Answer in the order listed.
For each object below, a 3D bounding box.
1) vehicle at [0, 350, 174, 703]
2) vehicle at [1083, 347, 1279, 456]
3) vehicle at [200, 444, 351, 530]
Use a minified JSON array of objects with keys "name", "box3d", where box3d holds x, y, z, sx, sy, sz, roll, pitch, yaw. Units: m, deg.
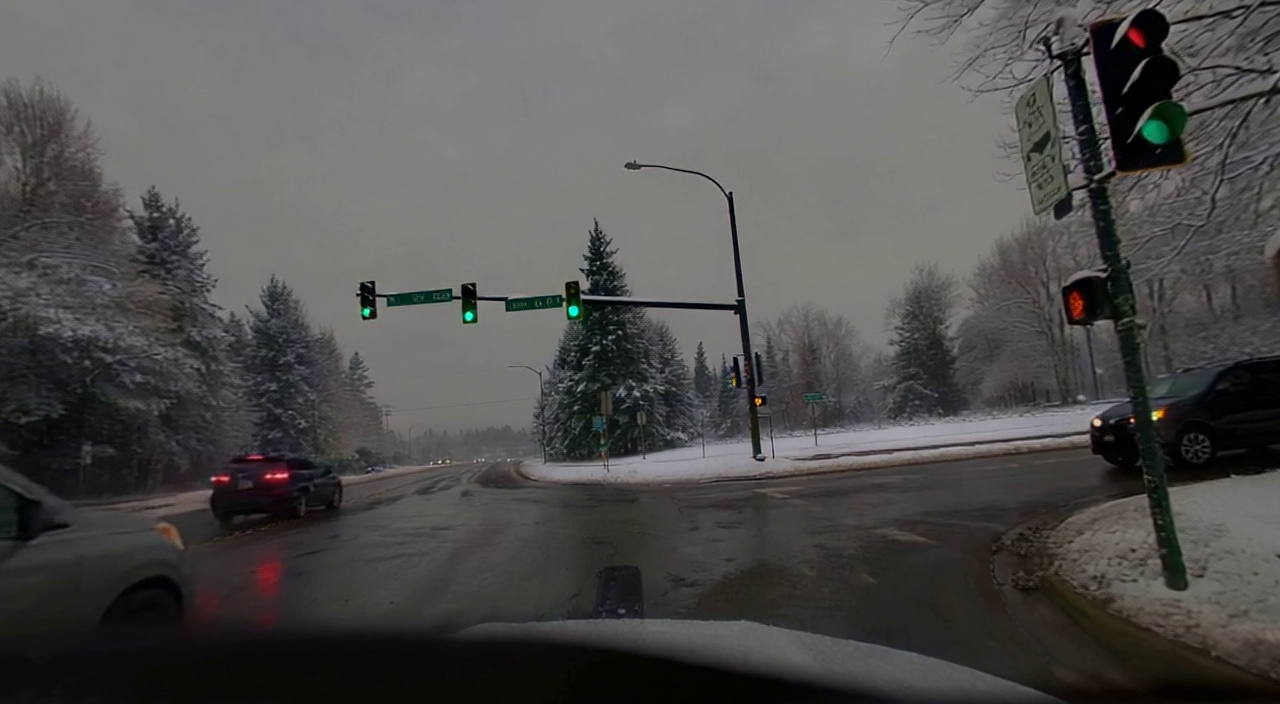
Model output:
[{"name":"vehicle","box3d":[-3.289,0.638,0.776,2.134,1.707,4.471,0,-8,-3]},{"name":"vehicle","box3d":[10.663,1.062,11.784,1.855,1.669,4.529,-1,-9,6]},{"name":"vehicle","box3d":[-9.066,3.315,16.197,2.062,1.740,4.198,-2,-8,-11]}]
